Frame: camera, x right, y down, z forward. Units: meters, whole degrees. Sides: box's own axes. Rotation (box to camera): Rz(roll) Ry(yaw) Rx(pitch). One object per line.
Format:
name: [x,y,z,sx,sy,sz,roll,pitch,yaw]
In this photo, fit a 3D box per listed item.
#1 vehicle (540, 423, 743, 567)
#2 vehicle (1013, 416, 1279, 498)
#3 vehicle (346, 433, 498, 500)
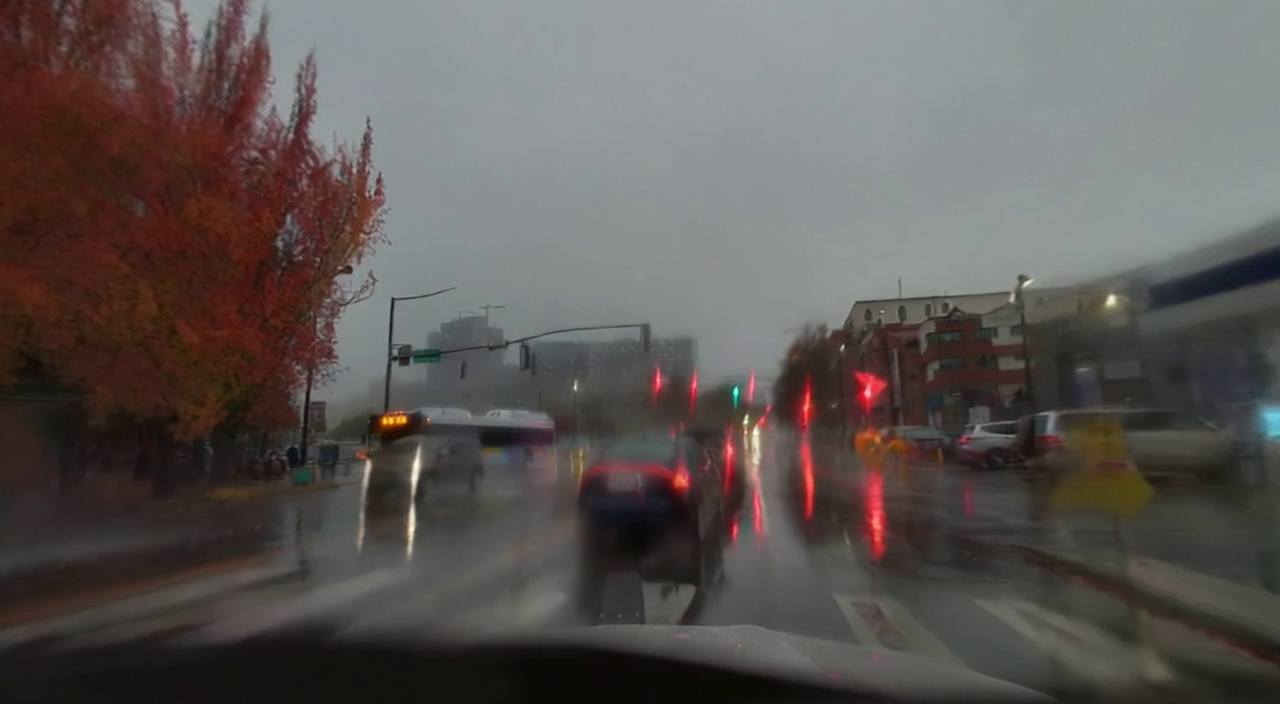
vehicle: [0.307,1.854,8.908,2.092,1.507,4.078,-2,-9,11]
vehicle: [11.186,2.246,13.444,4.894,1.451,2.089,-4,-10,10]
vehicle: [-6.413,3.441,19.283,2.147,1.741,5.239,-1,-9,9]
